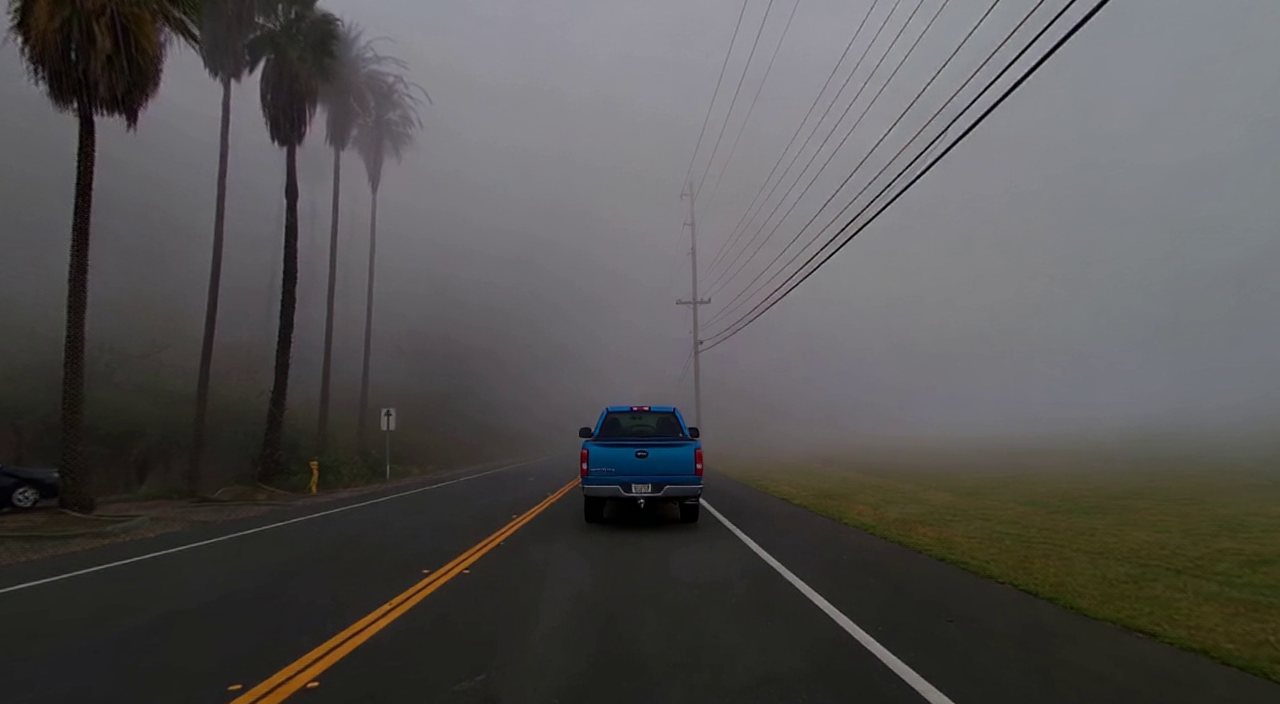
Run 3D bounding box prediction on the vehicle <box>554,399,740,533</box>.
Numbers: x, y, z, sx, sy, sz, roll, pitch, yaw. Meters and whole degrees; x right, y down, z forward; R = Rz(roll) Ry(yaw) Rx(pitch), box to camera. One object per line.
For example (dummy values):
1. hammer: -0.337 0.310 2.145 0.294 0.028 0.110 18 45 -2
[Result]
1. vehicle: 0.061 2.155 12.491 2.803 2.005 5.885 0 -8 -1
